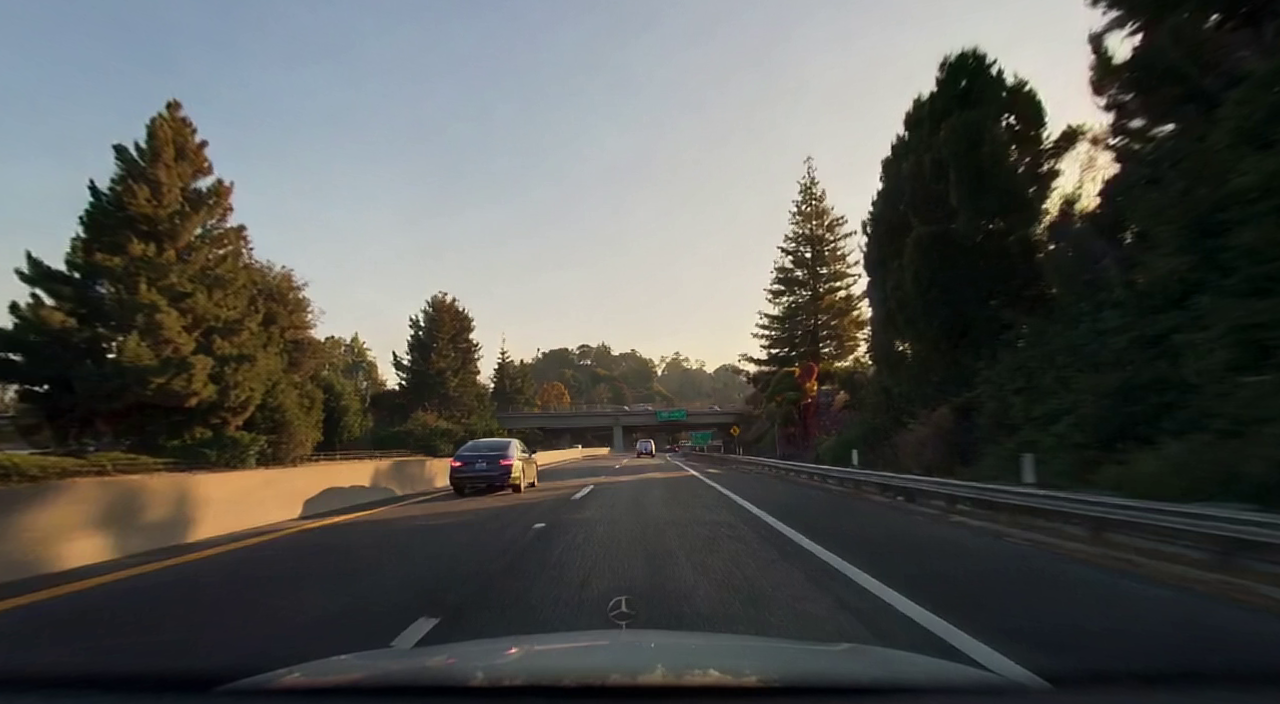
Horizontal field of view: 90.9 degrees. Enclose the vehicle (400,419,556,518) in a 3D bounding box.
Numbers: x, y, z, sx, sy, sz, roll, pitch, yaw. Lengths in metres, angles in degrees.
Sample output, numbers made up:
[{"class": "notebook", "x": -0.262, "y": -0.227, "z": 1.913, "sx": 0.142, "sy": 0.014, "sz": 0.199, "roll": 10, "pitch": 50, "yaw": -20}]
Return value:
[{"class": "vehicle", "x": -3.473, "y": 2.661, "z": 14.966, "sx": 2.143, "sy": 1.851, "sz": 5.817, "roll": -1, "pitch": -9, "yaw": 0}]
